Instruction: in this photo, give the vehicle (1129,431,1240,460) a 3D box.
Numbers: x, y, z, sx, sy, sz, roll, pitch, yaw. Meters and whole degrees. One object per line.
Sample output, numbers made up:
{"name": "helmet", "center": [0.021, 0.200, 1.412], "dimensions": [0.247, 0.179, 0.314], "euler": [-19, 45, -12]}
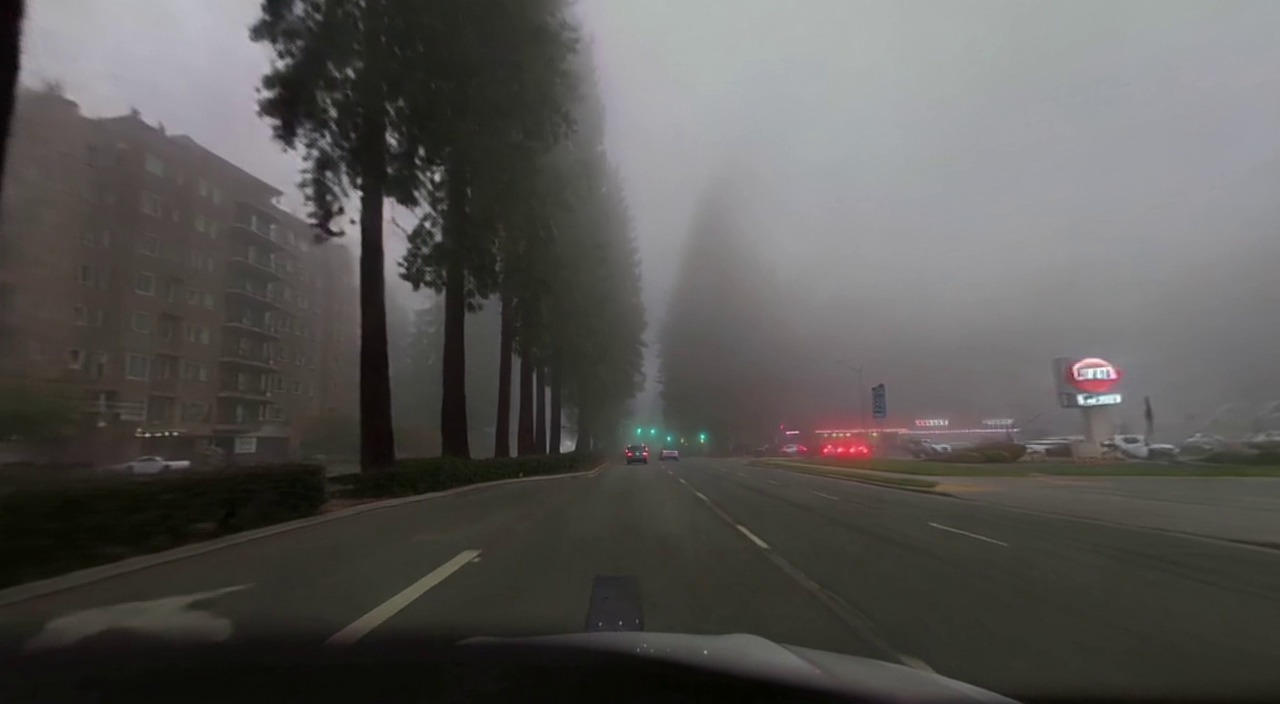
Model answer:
{"name": "vehicle", "center": [34.538, 5.938, 40.193], "dimensions": [2.054, 1.684, 4.845], "euler": [6, -10, -33]}
